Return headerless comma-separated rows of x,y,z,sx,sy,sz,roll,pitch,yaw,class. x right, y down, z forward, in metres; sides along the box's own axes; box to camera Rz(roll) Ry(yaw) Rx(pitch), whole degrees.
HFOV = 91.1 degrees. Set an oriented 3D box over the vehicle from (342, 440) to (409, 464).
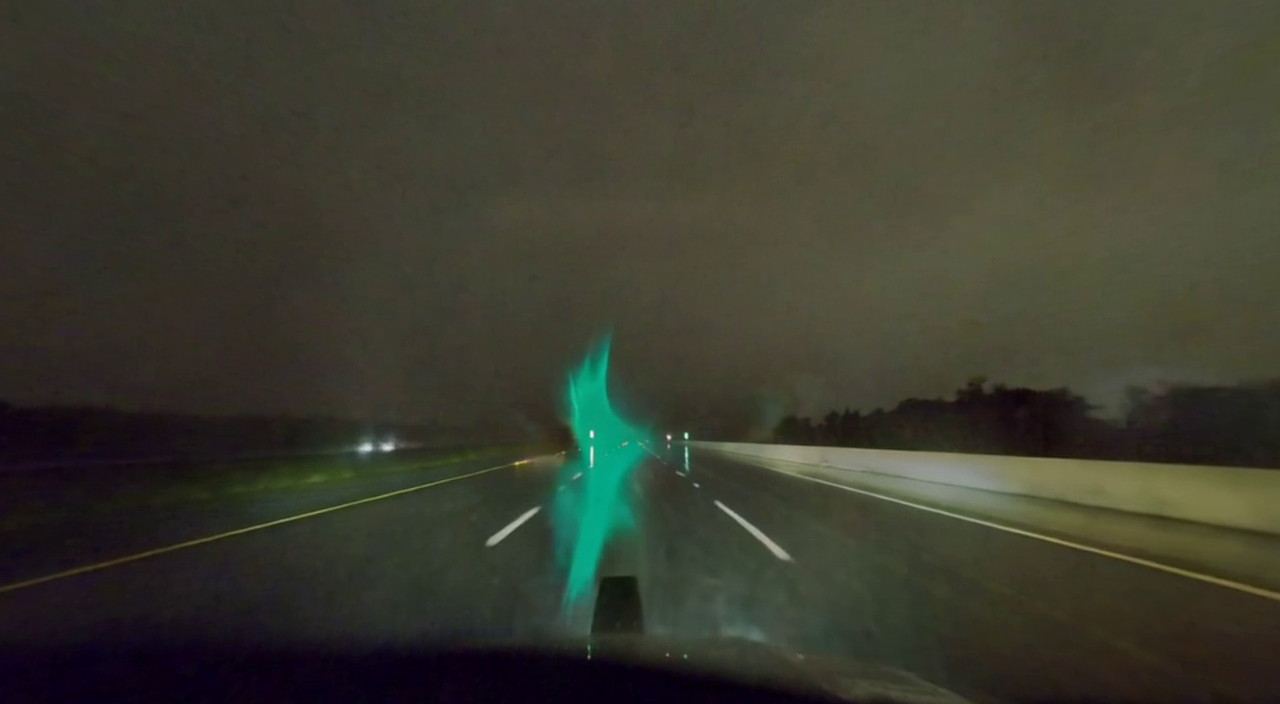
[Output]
-18.728,7.069,44.815,2.404,1.548,5.453,0,-8,0,vehicle
